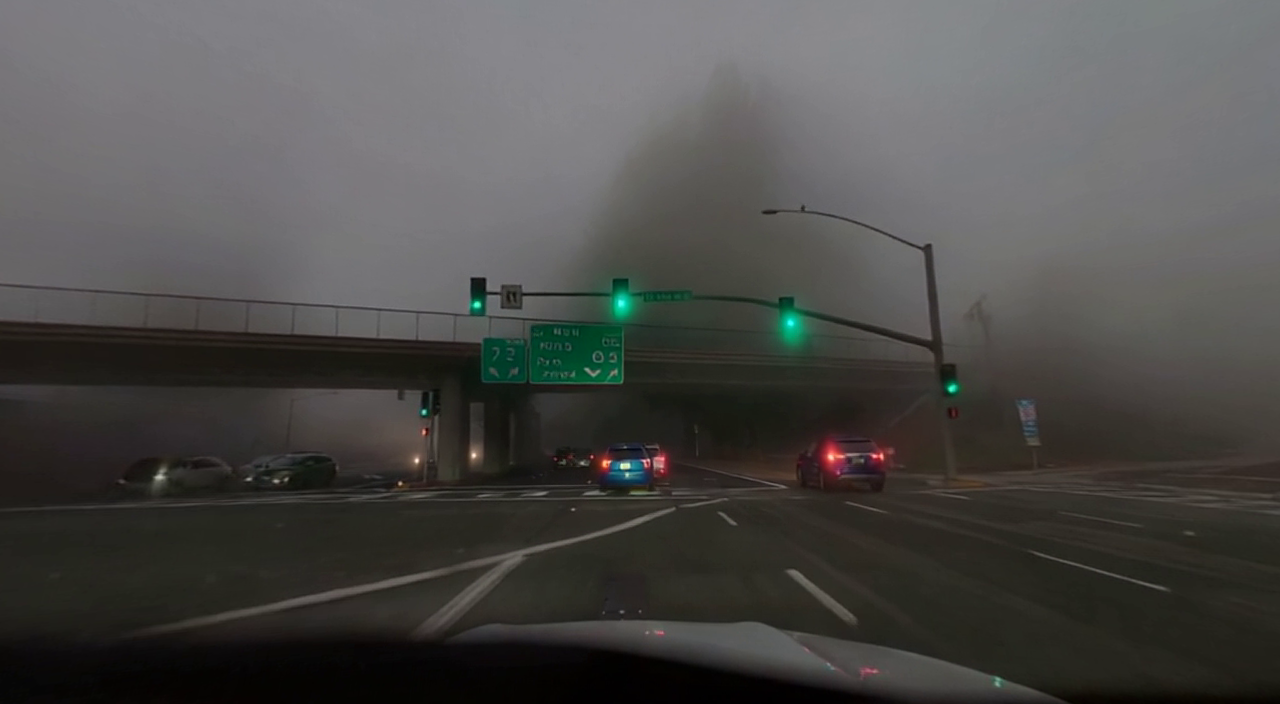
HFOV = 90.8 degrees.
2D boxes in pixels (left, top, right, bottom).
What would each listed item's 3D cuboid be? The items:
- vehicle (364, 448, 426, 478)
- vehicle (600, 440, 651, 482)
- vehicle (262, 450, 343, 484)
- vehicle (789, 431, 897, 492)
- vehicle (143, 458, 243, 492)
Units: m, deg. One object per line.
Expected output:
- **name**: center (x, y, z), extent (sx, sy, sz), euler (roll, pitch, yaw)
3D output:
- **vehicle**: center (-16.375, 7.383, 42.480), extent (2.132, 1.664, 4.720), euler (-4, -8, 2)
- **vehicle**: center (-0.574, 4.949, 29.003), extent (2.060, 1.768, 4.681), euler (0, -8, 2)
- **vehicle**: center (-19.272, 6.550, 36.398), extent (1.990, 1.789, 4.973), euler (0, -8, -1)
- **vehicle**: center (6.629, 3.614, 21.203), extent (2.074, 1.785, 4.320), euler (0, -8, -1)
- **vehicle**: center (-23.356, 6.407, 33.264), extent (1.849, 1.539, 4.665), euler (0, -8, -1)
